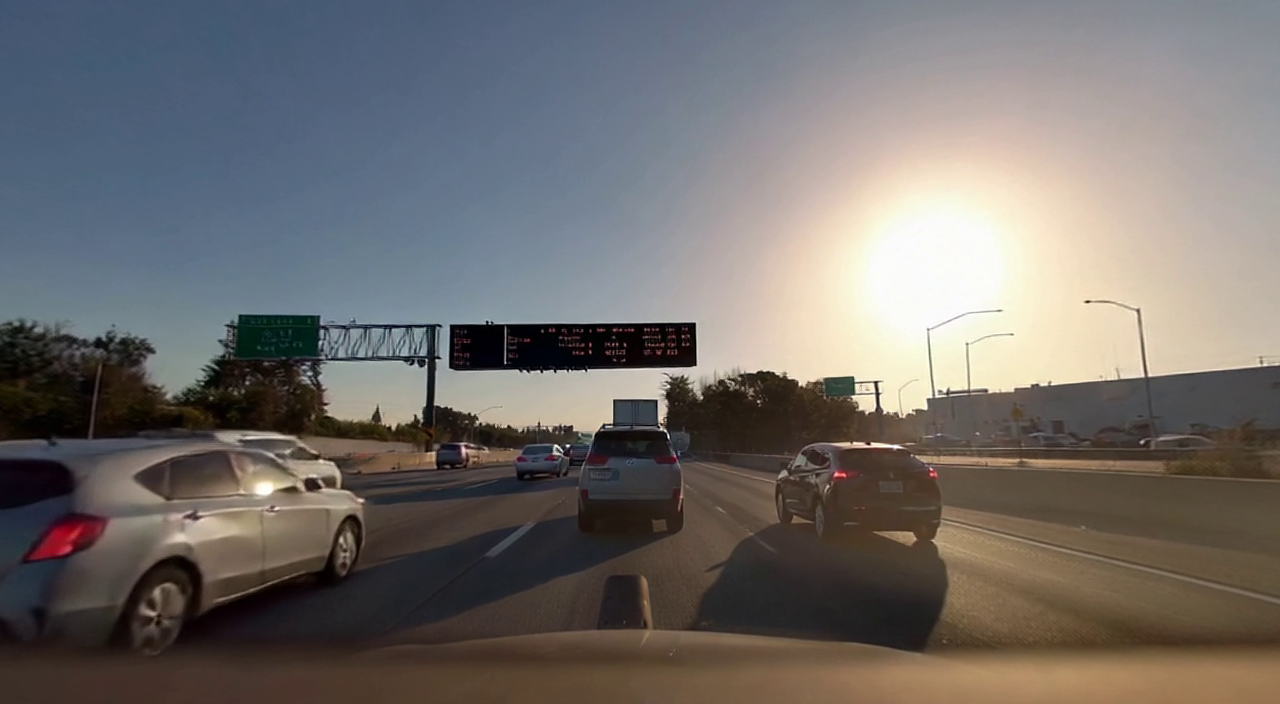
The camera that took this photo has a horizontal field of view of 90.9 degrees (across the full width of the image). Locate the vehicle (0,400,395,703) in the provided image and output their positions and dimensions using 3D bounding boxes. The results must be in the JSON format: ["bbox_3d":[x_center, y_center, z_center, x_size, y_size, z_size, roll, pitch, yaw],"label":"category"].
[{"bbox_3d":[-3.460,1.132,3.783,2.132,1.464,4.481,0,-9,1],"label":"vehicle"}]

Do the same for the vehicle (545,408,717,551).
[{"bbox_3d":[-0.129,1.903,9.960,2.152,1.779,3.924,0,-9,0],"label":"vehicle"}]

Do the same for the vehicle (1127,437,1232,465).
[{"bbox_3d":[31.923,5.854,37.499,1.805,1.536,4.325,3,-9,-18],"label":"vehicle"}]

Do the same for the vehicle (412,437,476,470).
[{"bbox_3d":[-10.956,5.727,35.604,2.129,1.720,4.547,0,-9,1],"label":"vehicle"}]

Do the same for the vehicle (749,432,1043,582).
[{"bbox_3d":[2.962,1.892,8.604,2.018,1.470,4.491,0,-9,-2],"label":"vehicle"}]

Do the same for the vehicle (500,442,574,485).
[{"bbox_3d":[-3.724,4.111,23.519,2.005,1.458,4.143,0,-9,1],"label":"vehicle"}]
